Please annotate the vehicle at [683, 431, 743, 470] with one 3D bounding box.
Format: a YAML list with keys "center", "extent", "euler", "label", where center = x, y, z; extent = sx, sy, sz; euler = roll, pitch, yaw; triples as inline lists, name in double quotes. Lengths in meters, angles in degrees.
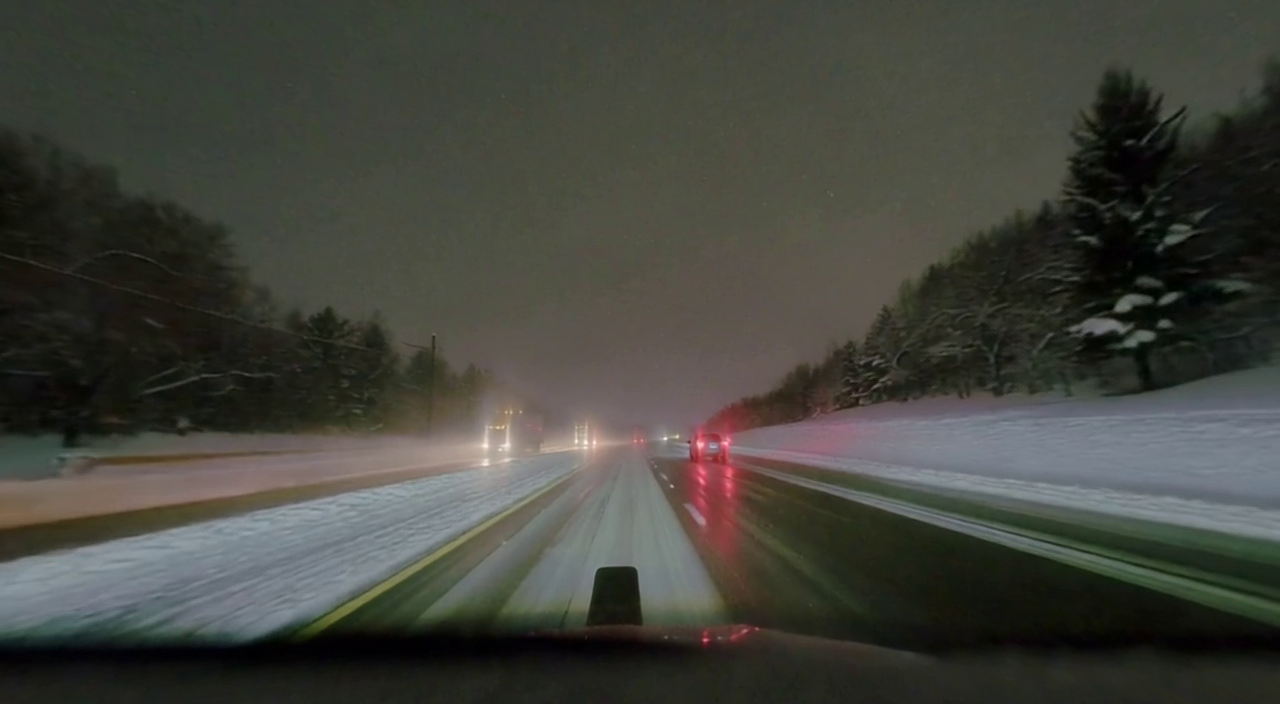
- center: [3.187, 4.389, 28.332]
  extent: [2.084, 1.583, 4.420]
  euler: [0, -8, -1]
  label: "vehicle"
